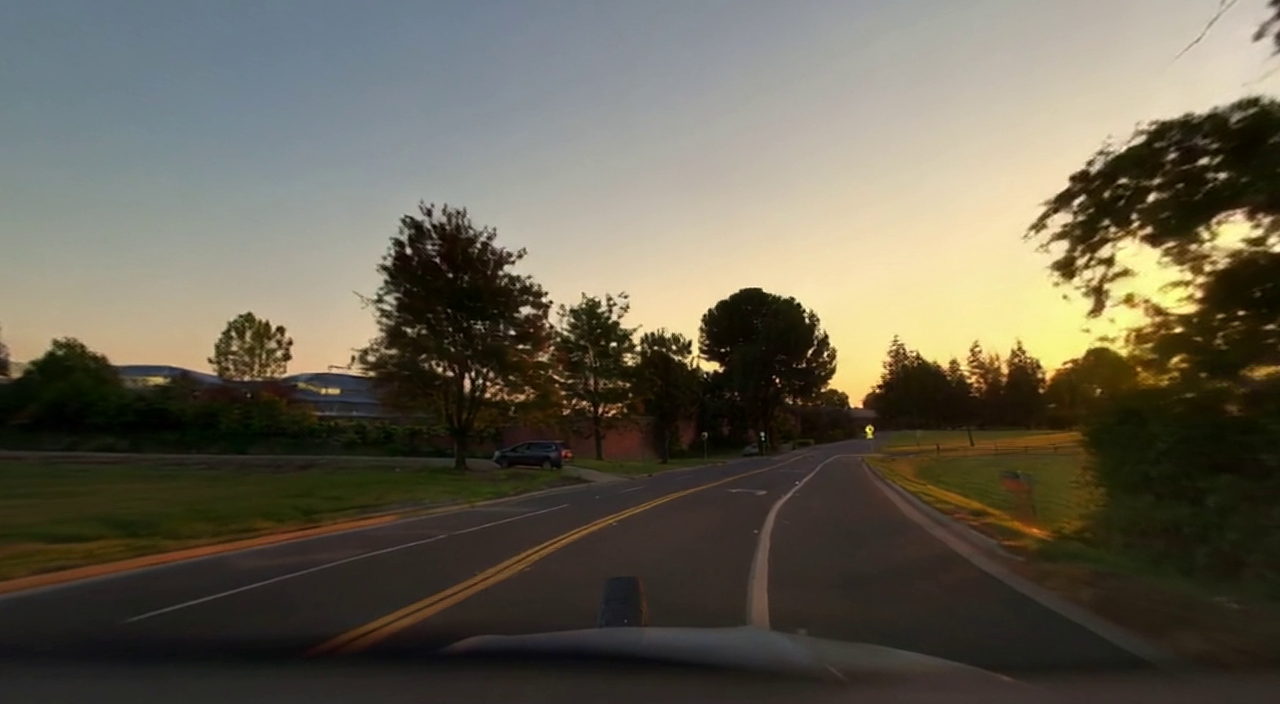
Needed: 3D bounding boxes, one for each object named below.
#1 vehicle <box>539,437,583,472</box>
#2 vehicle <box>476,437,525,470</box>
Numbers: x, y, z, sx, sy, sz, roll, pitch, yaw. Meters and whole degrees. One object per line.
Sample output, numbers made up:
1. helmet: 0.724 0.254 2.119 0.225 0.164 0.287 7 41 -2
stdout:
1. vehicle: -4.487 5.764 35.454 2.244 1.796 5.170 1 -9 -8
2. vehicle: -8.089 5.805 36.323 2.192 1.740 4.521 3 -9 -19
